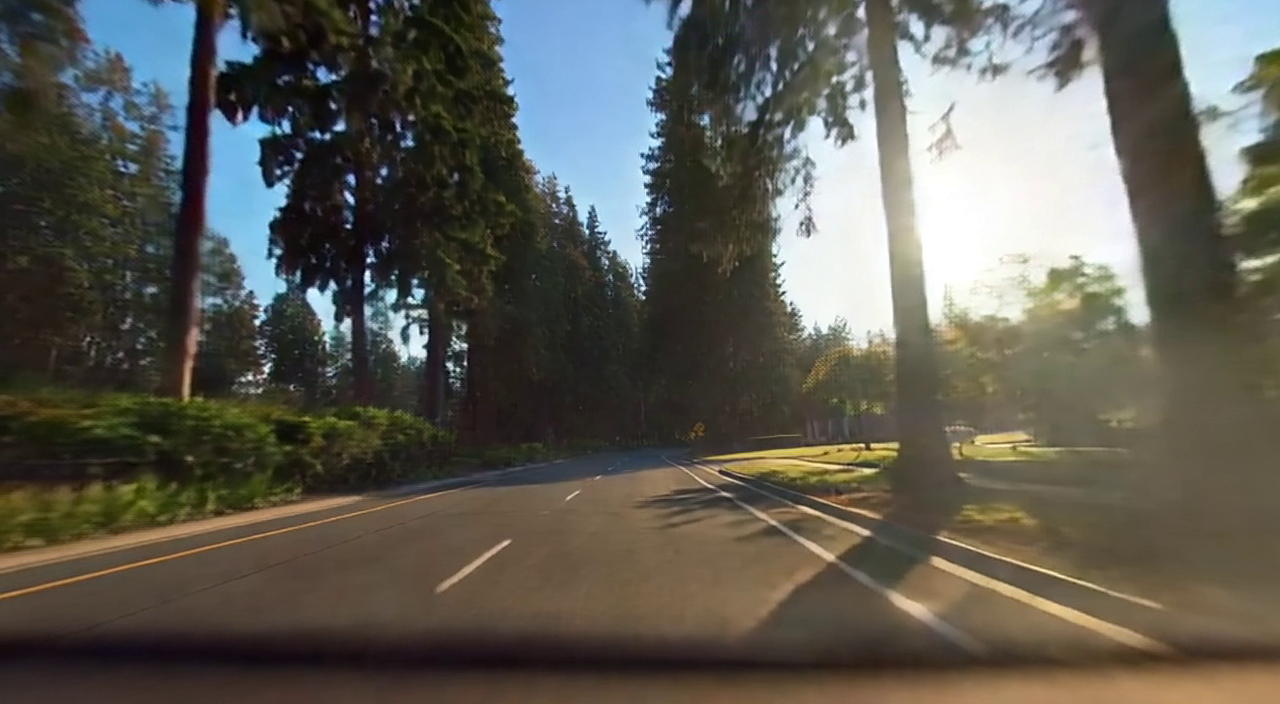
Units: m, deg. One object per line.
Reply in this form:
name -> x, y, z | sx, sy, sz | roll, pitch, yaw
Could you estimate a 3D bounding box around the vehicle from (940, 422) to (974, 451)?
vehicle -> 21.778, 5.862, 43.426 | 1.889, 1.853, 4.207 | -4, -9, 25
